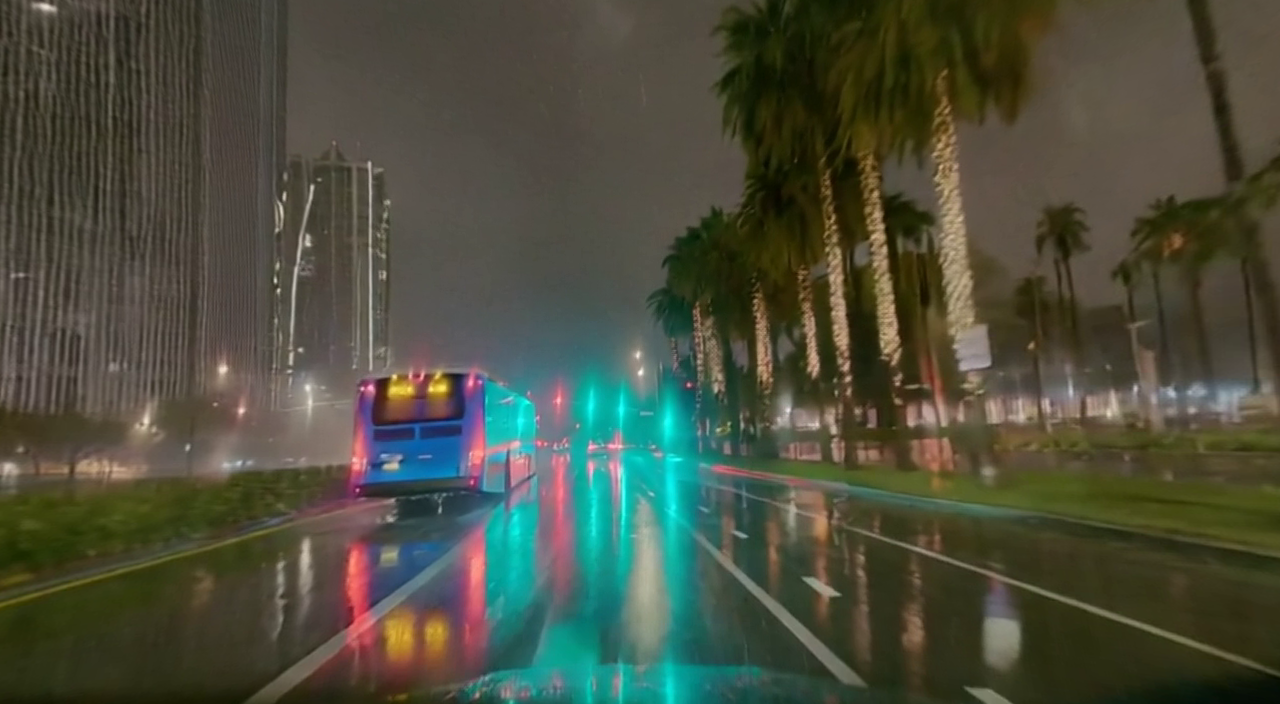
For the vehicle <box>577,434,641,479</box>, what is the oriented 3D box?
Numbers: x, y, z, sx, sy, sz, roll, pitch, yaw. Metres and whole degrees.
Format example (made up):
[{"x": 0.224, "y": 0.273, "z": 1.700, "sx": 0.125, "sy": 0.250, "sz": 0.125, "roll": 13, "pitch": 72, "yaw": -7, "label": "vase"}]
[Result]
[{"x": -1.262, "y": 3.871, "z": 23.592, "sx": 2.107, "sy": 1.481, "sz": 4.097, "roll": 0, "pitch": -8, "yaw": -7, "label": "vehicle"}]

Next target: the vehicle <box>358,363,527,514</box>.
[{"x": -4.849, "y": 2.389, "z": 17.371, "sx": 2.678, "sy": 3.042, "sz": 8.474, "roll": -1, "pitch": -8, "yaw": -5, "label": "vehicle"}]
